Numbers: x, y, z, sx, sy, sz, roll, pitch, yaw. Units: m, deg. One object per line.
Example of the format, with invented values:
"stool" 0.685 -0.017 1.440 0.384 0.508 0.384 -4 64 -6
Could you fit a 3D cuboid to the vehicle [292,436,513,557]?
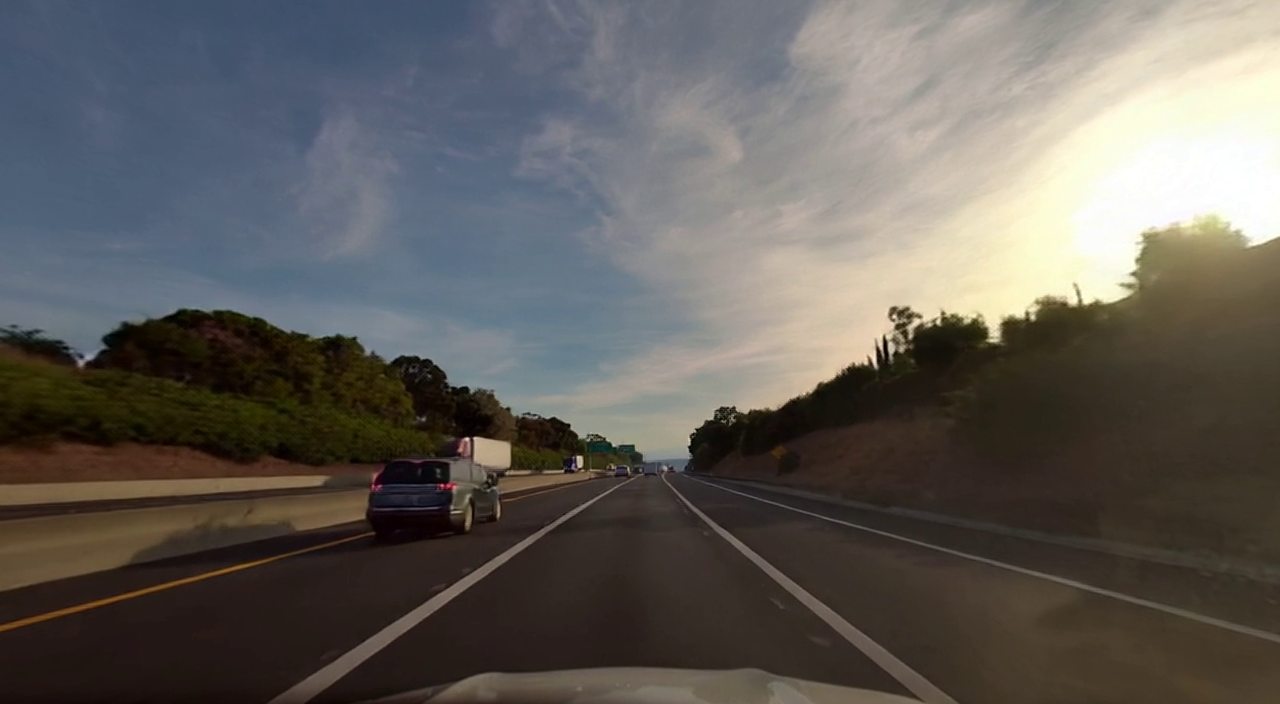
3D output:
"vehicle" -3.855 2.486 11.353 2.053 1.657 4.725 1 -11 1
